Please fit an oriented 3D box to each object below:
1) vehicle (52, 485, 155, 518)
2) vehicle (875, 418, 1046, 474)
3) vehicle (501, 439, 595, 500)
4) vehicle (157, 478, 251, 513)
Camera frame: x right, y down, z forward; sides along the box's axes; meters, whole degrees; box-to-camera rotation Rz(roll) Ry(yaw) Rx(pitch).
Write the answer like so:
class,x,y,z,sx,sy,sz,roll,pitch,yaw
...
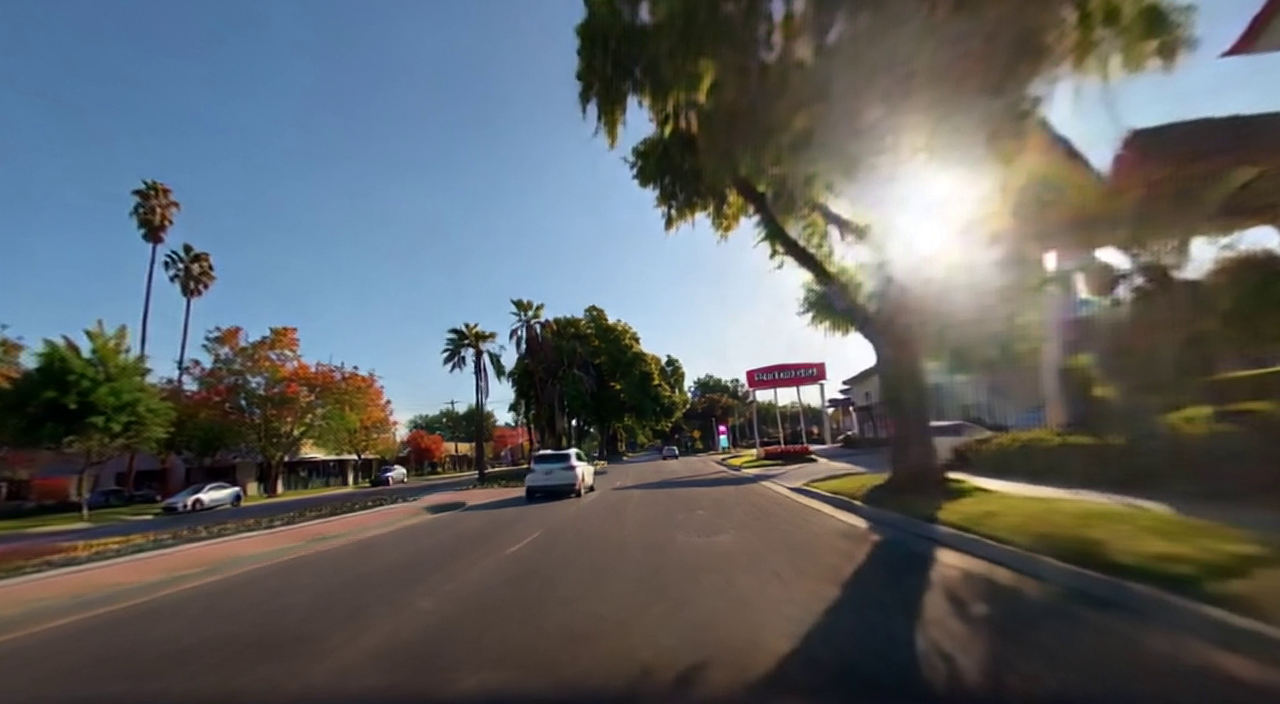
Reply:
class,x,y,z,sx,sy,sz,roll,pitch,yaw
vehicle,-34.776,9.677,41.014,4.710,1.897,2.146,0,-8,1
vehicle,10.629,3.159,21.279,4.577,1.750,2.115,-1,-8,4
vehicle,-2.850,3.755,20.707,2.147,1.745,4.648,-1,-8,3
vehicle,-23.955,7.872,34.966,1.929,1.552,4.488,0,-8,2
